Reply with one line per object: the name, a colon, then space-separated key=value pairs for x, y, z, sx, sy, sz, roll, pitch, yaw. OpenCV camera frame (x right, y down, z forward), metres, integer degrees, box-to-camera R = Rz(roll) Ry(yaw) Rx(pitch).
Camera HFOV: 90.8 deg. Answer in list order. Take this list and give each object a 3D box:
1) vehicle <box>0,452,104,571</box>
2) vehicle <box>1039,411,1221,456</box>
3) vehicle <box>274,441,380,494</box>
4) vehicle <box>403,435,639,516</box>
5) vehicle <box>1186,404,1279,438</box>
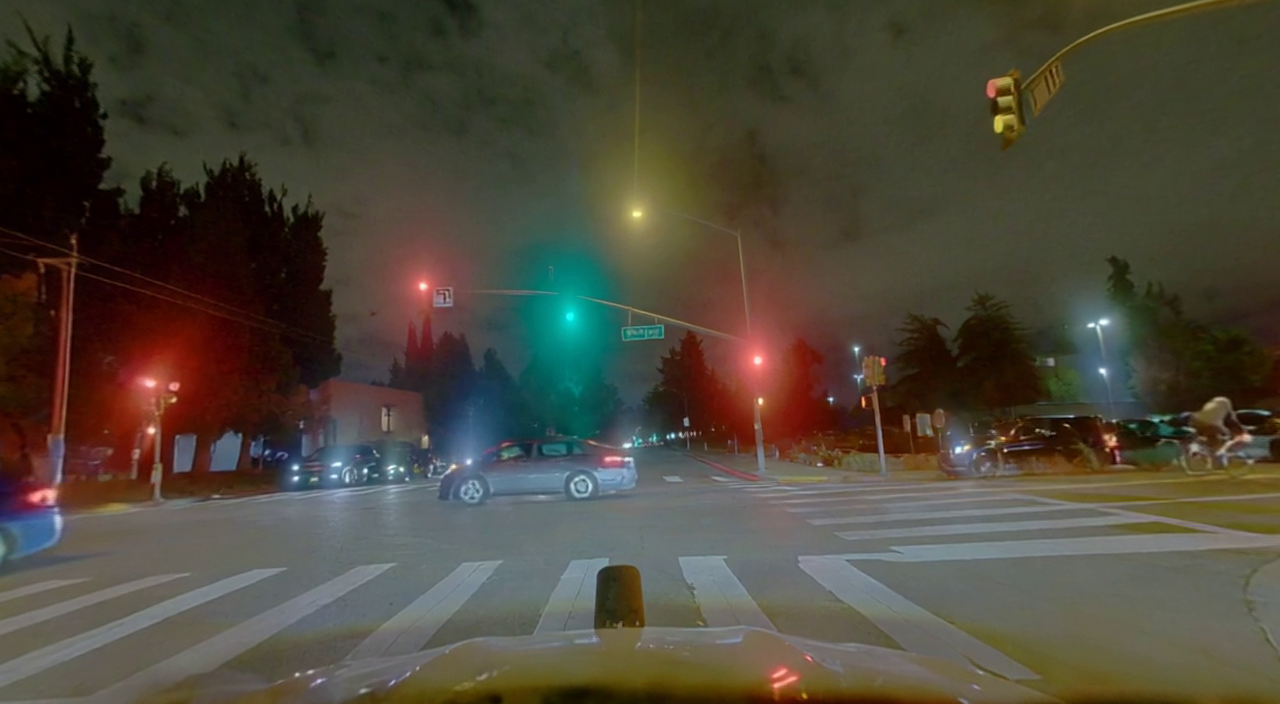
vehicle: x=-9.078 y=1.812 z=6.867 sx=1.755 sy=1.419 sz=4.533 roll=-4 pitch=-10 yaw=24
vehicle: x=16.933 y=2.902 z=22.118 sx=4.560 sy=1.453 sz=1.851 roll=-3 pitch=-9 yaw=18
vehicle: x=-13.734 y=5.063 z=28.148 sx=2.251 sy=1.957 sz=4.968 roll=-4 pitch=-9 yaw=-1
vehicle: x=-2.397 y=2.426 z=12.809 sx=4.385 sy=1.419 sz=1.855 roll=3 pitch=-9 yaw=-18
vehicle: x=34.902 y=4.021 z=36.662 sx=4.326 sy=1.511 sz=1.725 roll=-8 pitch=-9 yaw=17
